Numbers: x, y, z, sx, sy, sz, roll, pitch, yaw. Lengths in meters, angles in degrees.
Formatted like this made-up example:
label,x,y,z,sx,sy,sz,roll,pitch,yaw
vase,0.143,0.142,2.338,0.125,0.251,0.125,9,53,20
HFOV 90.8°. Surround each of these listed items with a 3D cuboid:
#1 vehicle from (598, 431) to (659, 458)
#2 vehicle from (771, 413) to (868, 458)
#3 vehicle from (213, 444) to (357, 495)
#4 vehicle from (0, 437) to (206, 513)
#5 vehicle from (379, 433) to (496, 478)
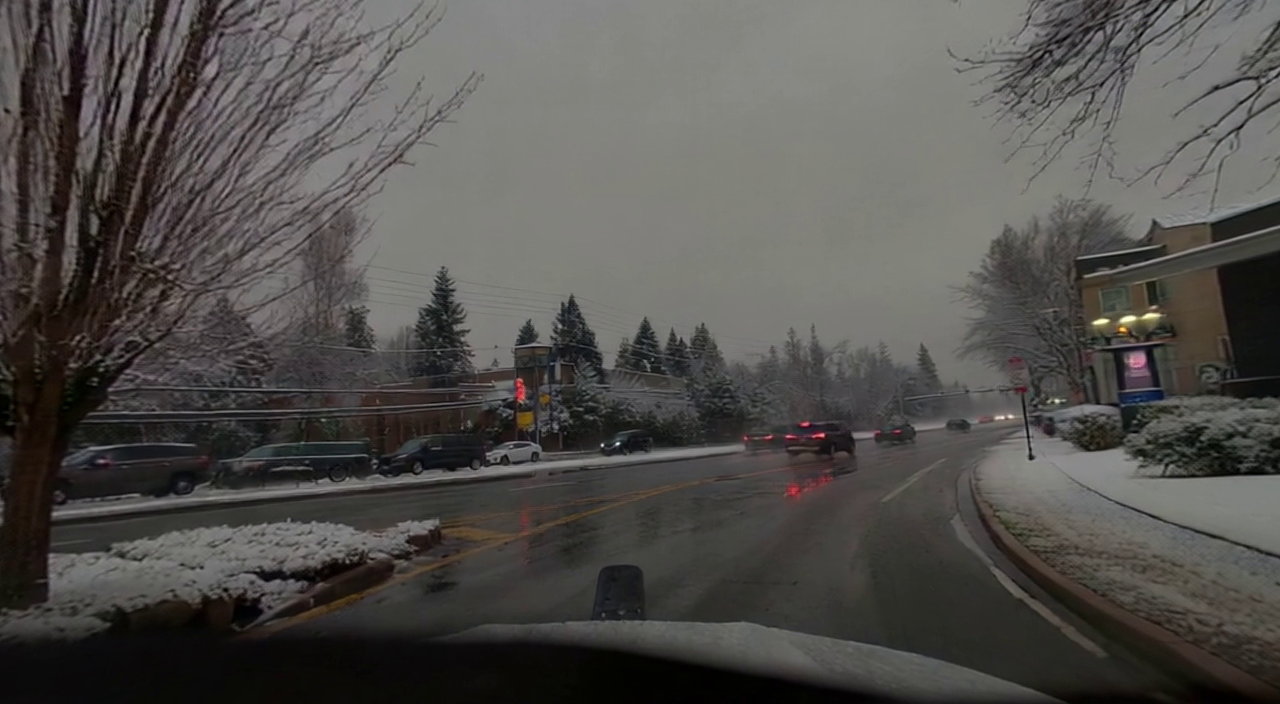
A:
label,x,y,z,sx,sy,sz,roll,pitch,yaw
vehicle,-0.700,6.302,43.192,1.926,1.691,4.646,-5,-9,32
vehicle,8.941,4.135,31.213,2.517,1.936,4.748,-11,-13,43
vehicle,-13.562,4.443,24.369,1.904,1.719,4.326,-5,-9,35
vehicle,-16.741,3.680,19.579,2.294,2.000,4.788,-7,-10,30
vehicle,-9.667,4.934,30.476,2.134,1.924,4.911,-6,-10,39
